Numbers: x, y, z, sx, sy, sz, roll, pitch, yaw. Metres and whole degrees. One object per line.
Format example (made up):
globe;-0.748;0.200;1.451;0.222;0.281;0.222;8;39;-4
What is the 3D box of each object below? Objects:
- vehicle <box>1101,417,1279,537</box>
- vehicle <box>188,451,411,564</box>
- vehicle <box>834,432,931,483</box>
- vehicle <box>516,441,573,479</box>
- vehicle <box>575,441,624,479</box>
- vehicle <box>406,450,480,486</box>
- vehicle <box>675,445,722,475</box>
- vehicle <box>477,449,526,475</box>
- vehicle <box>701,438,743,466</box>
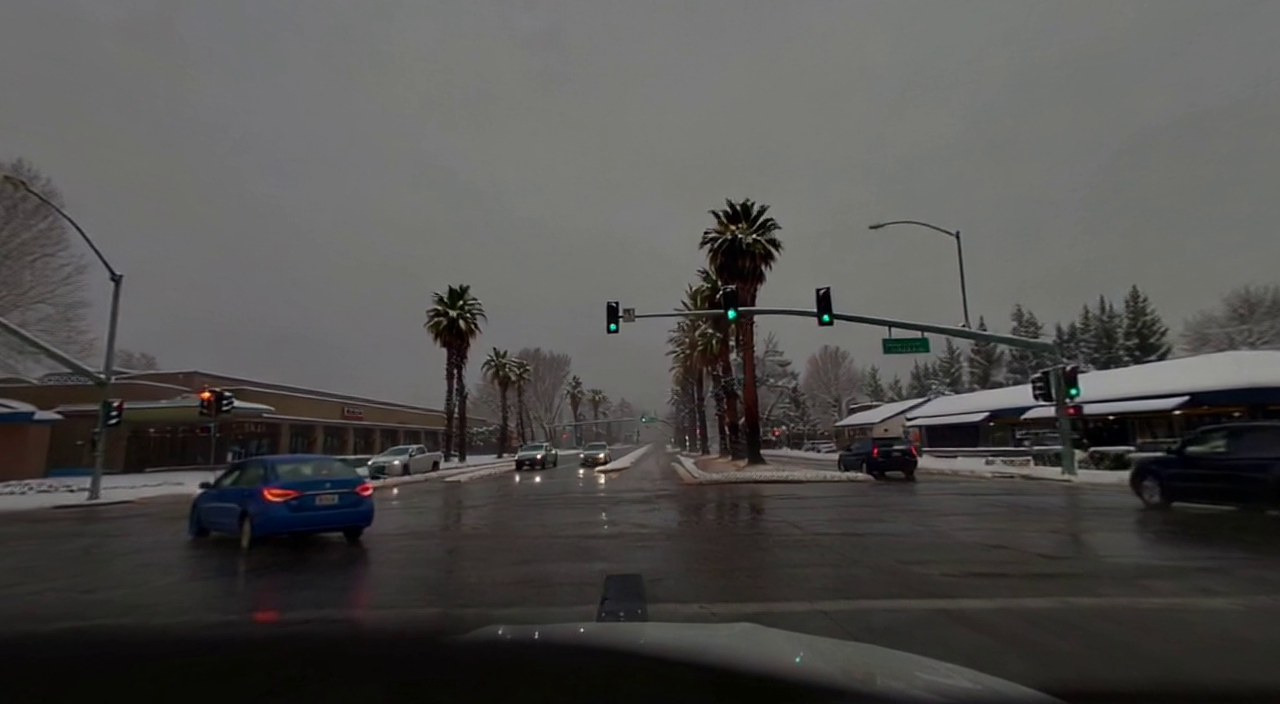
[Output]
vehicle;10.705;2.060;10.729;2.199;1.773;4.568;0;-9;-1
vehicle;-5.923;2.444;10.780;4.206;1.471;2.089;-8;-12;44
vehicle;9.804;4.298;26.034;2.059;1.859;4.690;0;-9;-1
vehicle;-4.687;5.349;31.497;2.187;1.740;4.022;0;-8;0
vehicle;-1.942;5.324;31.498;2.041;1.473;4.221;-1;-5;2
vehicle;-9.052;5.327;29.414;2.041;1.498;4.348;0;-9;0
vehicle;3.047;5.707;33.720;1.977;1.449;4.254;0;-8;-2
vehicle;-8.526;6.830;39.349;1.973;1.474;4.495;0;-8;1
vehicle;6.042;7.429;47.057;2.313;1.935;4.969;0;-9;-2
